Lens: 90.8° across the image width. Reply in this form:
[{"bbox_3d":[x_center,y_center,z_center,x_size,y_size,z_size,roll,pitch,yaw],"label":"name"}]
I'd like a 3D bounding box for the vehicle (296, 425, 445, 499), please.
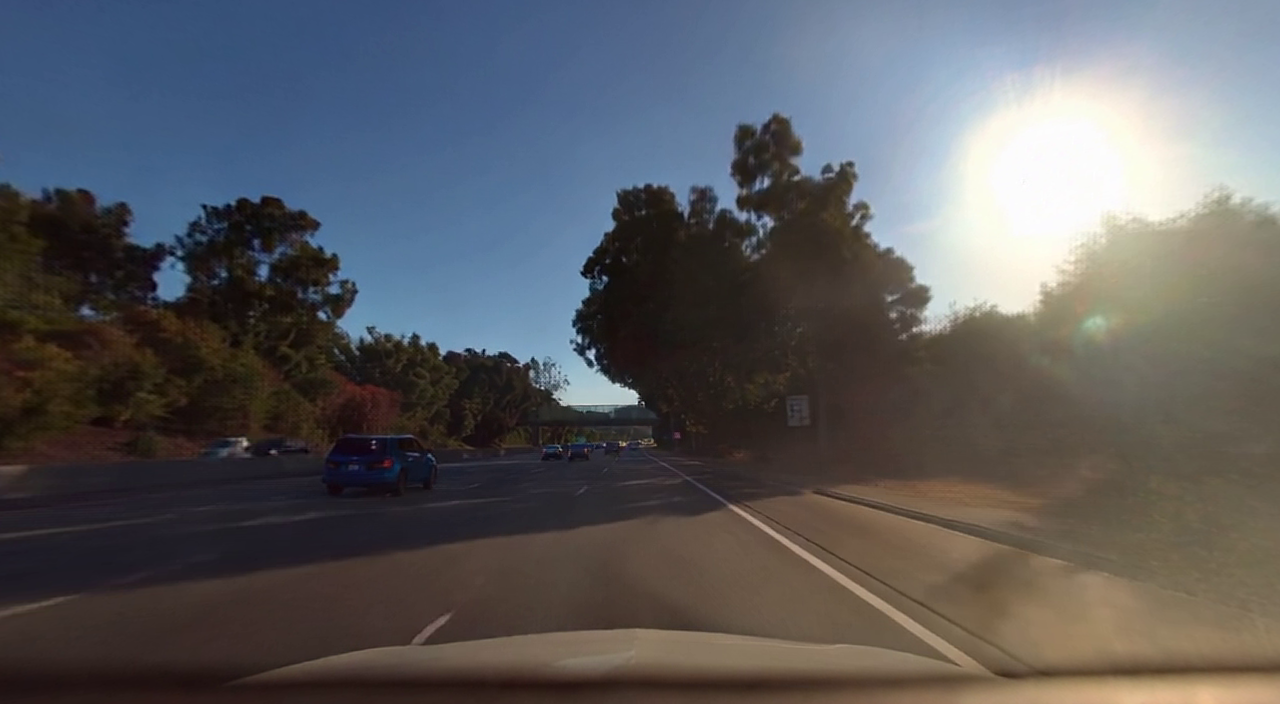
[{"bbox_3d":[-7.204,2.999,17.541,2.146,1.766,4.502,0,-9,0],"label":"vehicle"}]
